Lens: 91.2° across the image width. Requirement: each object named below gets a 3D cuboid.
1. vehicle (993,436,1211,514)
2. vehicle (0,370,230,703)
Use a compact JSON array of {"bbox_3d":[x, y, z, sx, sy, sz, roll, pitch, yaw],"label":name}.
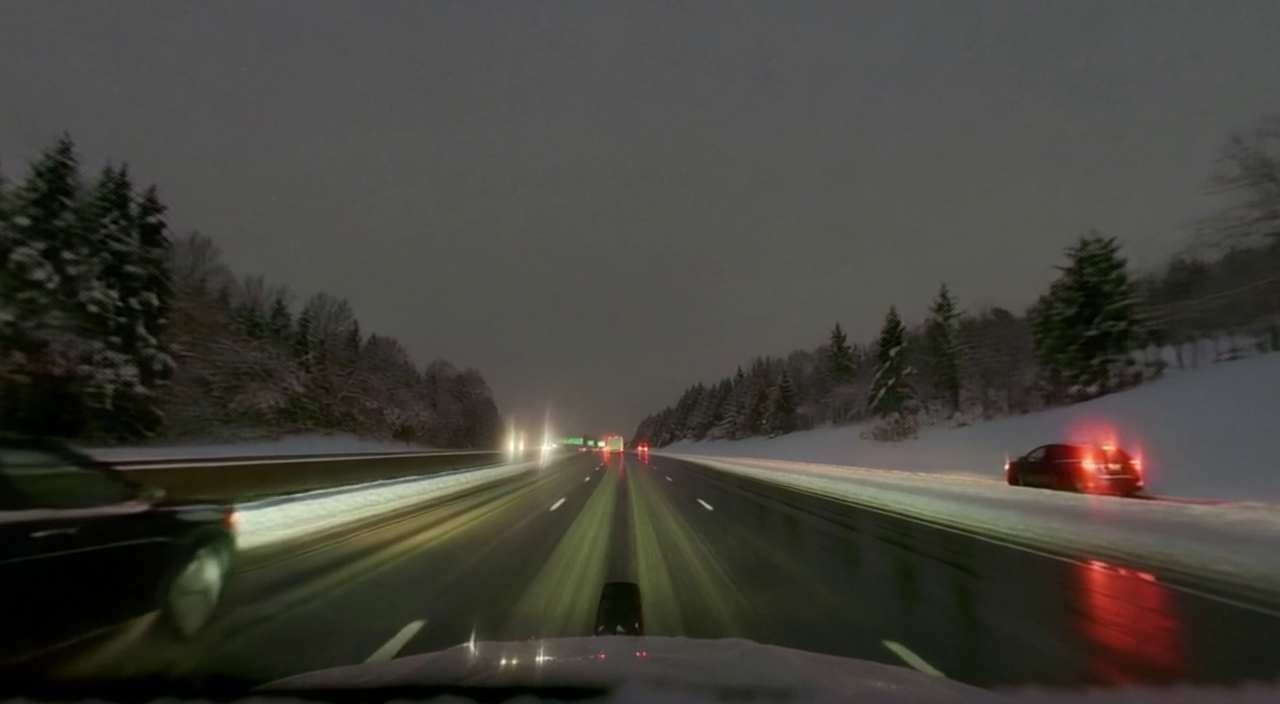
[{"bbox_3d":[9.933,2.654,13.927,1.853,1.463,3.780,0,-9,-1],"label":"vehicle"},{"bbox_3d":[-3.877,0.833,2.334,2.071,1.615,3.868,0,-9,-1],"label":"vehicle"}]
